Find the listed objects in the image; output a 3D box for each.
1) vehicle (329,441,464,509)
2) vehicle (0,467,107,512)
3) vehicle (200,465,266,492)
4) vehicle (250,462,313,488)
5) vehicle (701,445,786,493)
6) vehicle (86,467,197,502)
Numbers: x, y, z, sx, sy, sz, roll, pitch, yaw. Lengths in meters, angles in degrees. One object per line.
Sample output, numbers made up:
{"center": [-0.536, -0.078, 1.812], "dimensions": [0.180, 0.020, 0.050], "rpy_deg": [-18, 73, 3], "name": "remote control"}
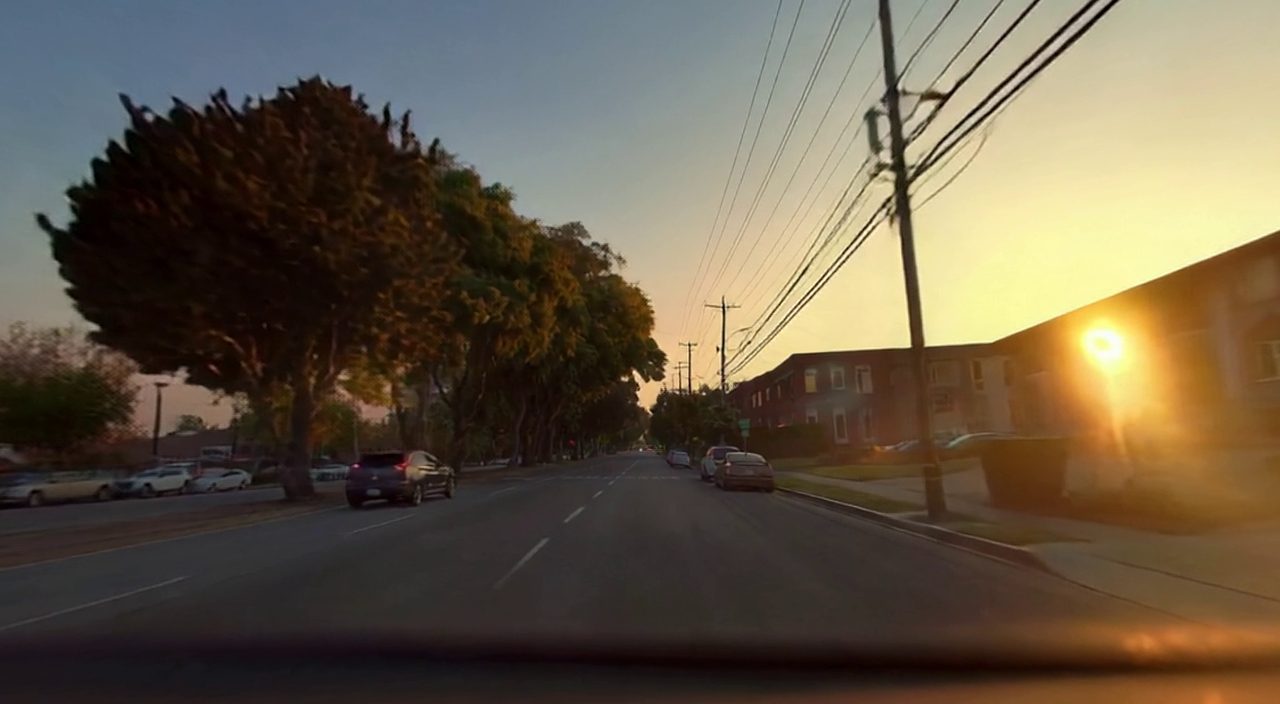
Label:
{"center": [-6.699, 3.388, 17.980], "dimensions": [2.000, 1.671, 4.497], "rpy_deg": [0, -8, 1], "name": "vehicle"}
{"center": [-25.683, 5.708, 26.500], "dimensions": [1.912, 1.538, 5.264], "rpy_deg": [0, -8, 1], "name": "vehicle"}
{"center": [-25.617, 7.956, 39.848], "dimensions": [1.706, 1.435, 3.899], "rpy_deg": [0, -8, -2], "name": "vehicle"}
{"center": [-25.559, 8.753, 45.117], "dimensions": [1.926, 1.557, 4.385], "rpy_deg": [0, -8, -1], "name": "vehicle"}
{"center": [3.559, 4.105, 22.623], "dimensions": [2.259, 1.500, 4.474], "rpy_deg": [0, -8, 0], "name": "vehicle"}
{"center": [-25.633, 6.805, 32.669], "dimensions": [1.883, 1.451, 4.676], "rpy_deg": [0, -8, 1], "name": "vehicle"}
